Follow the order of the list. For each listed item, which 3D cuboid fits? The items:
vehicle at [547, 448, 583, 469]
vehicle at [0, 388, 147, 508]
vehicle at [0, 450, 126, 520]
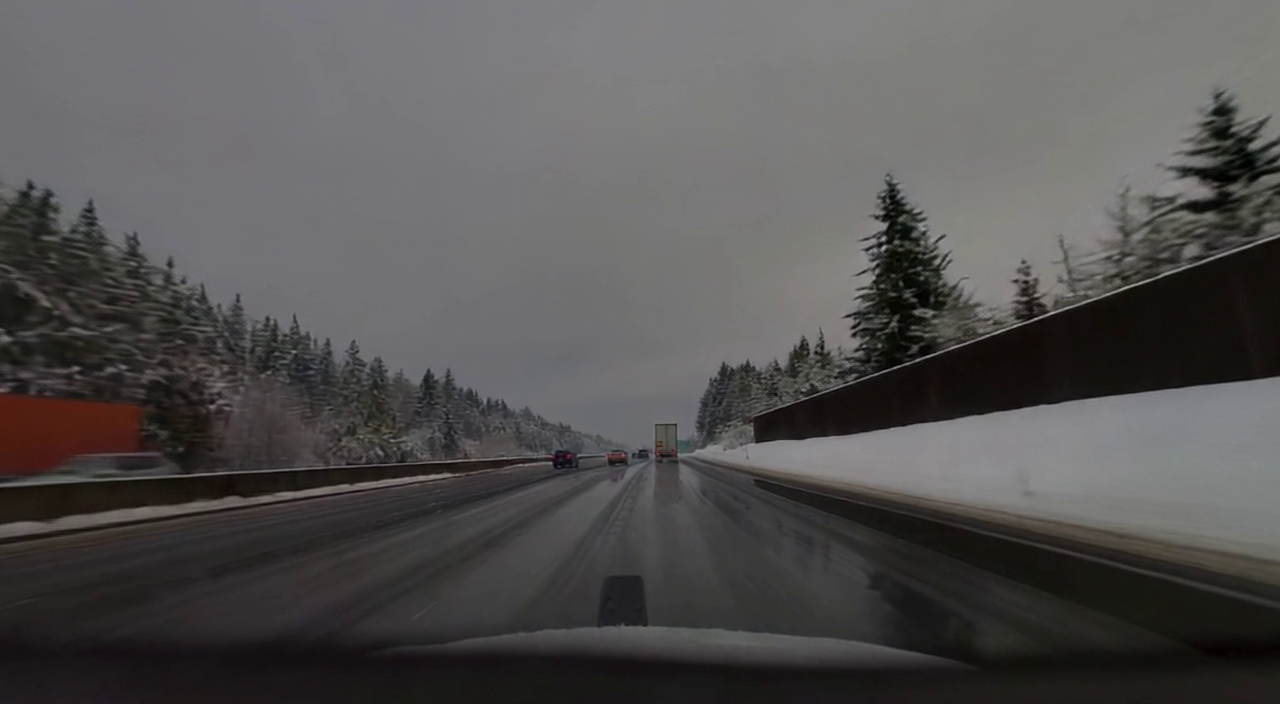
[{"bbox_3d":[-5.759,8.258,48.972,2.031,1.521,4.503,0,-9,2],"label":"vehicle"},{"bbox_3d":[-23.018,3.015,19.780,2.920,3.966,14.592,0,-9,2],"label":"vehicle"},{"bbox_3d":[-14.940,3.072,14.839,1.915,1.506,4.321,0,-9,2],"label":"vehicle"}]
